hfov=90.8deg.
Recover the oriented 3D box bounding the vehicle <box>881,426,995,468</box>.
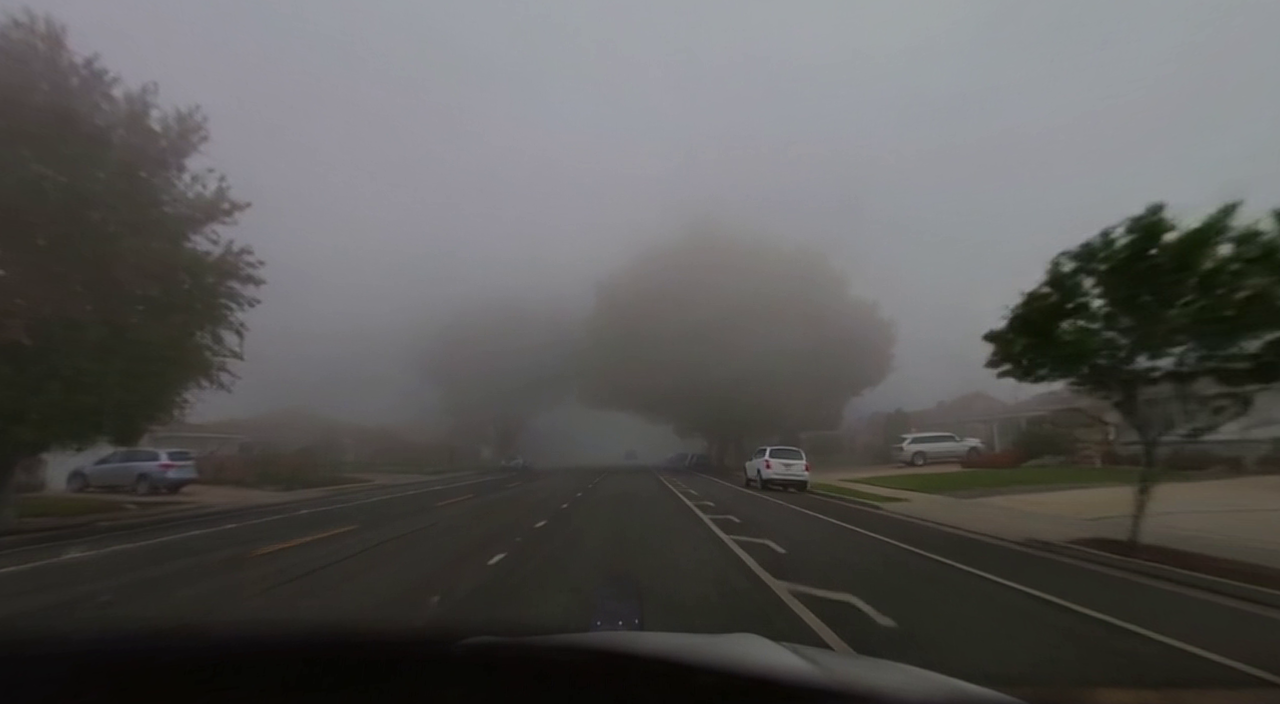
[{"bbox_3d":[15.843,5.087,33.814,4.921,2.117,2.249,-1,-9,2],"label":"vehicle"}]

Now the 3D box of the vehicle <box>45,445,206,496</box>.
[{"bbox_3d":[-20.363,4.666,25.152,4.564,1.895,2.221,-1,-9,6],"label":"vehicle"}]

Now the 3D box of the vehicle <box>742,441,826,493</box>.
[{"bbox_3d":[5.110,4.144,23.116,2.001,1.693,4.311,0,-9,-1],"label":"vehicle"}]

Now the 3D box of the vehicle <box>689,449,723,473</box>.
[{"bbox_3d":[4.747,7.935,46.171,1.900,1.608,5.037,0,-9,-1],"label":"vehicle"}]
